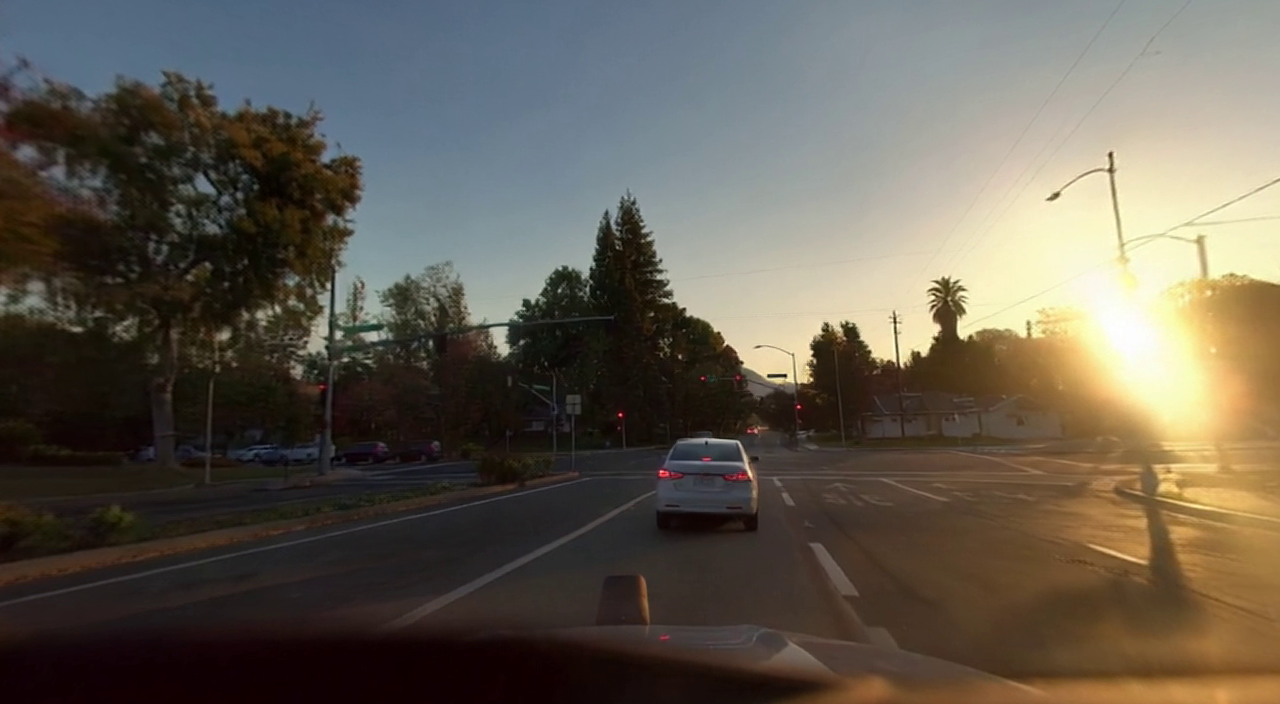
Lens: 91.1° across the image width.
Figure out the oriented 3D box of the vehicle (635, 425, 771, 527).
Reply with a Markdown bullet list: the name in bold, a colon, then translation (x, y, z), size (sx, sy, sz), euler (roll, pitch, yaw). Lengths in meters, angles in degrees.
- **vehicle**: translation (1.398, 2.308, 12.373), size (2.139, 1.564, 4.901), euler (-1, -9, 10)

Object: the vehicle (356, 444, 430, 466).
- **vehicle**: translation (-17.293, 7.183, 43.924), size (4.735, 1.472, 1.932), euler (-4, -9, 23)
